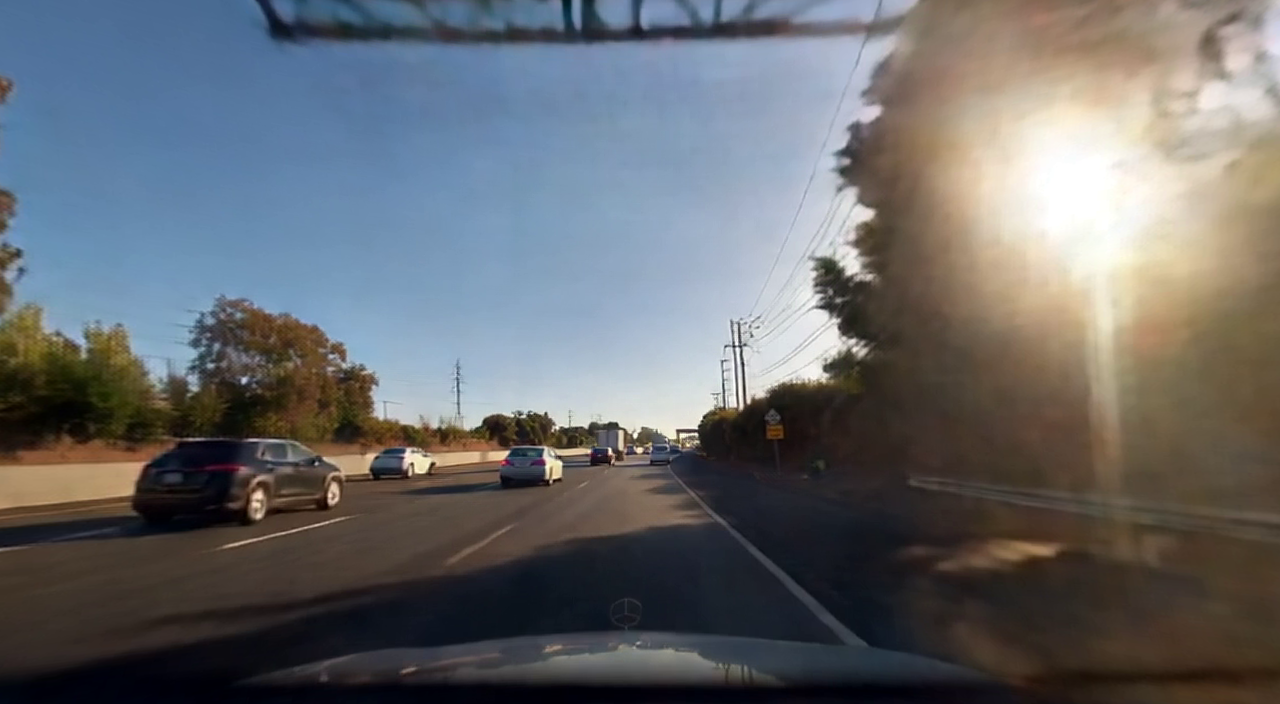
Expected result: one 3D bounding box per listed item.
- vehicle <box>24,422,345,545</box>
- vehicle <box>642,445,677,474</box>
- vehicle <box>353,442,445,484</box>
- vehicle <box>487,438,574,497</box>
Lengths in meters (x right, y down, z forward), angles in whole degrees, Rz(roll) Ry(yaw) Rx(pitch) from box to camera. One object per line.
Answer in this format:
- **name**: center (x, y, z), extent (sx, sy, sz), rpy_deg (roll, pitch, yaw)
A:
- **vehicle**: center (-7.502, 2.203, 11.254), extent (2.043, 1.696, 4.851), rpy_deg (0, -9, 1)
- **vehicle**: center (1.243, 6.710, 39.445), extent (2.038, 1.677, 4.219), rpy_deg (0, -9, 2)
- **vehicle**: center (-10.704, 4.942, 28.435), extent (2.097, 1.722, 4.981), rpy_deg (0, -9, 1)
- **vehicle**: center (-3.387, 3.658, 20.318), extent (1.976, 1.688, 4.124), rpy_deg (0, -9, 1)
